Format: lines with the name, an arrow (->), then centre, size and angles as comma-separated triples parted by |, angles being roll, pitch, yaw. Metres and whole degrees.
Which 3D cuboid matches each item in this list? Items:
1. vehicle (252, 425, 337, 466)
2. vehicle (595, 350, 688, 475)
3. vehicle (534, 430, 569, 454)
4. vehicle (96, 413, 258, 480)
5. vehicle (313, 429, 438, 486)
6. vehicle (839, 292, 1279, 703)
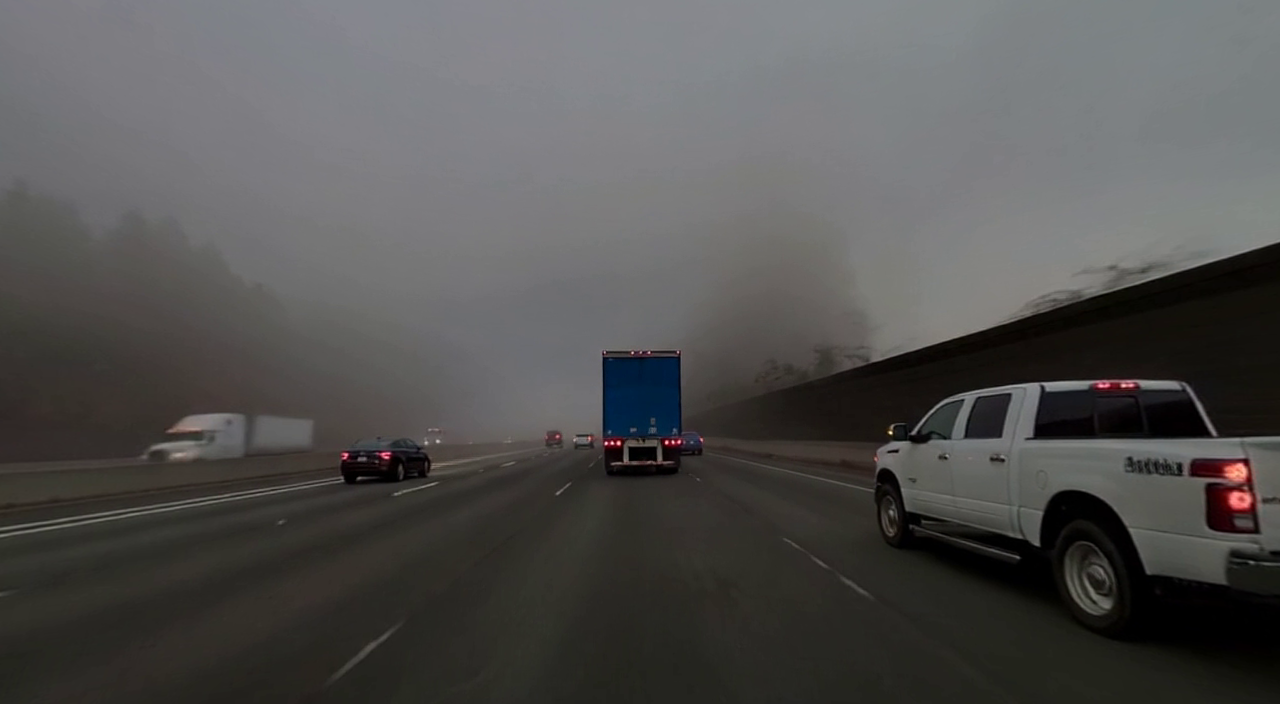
vehicle -> -24.174, 6.561, 44.328 | 2.395, 2.623, 6.450 | 0, -8, -1
vehicle -> -0.244, 2.584, 25.043 | 2.904, 3.915, 10.473 | 0, -8, -3
vehicle -> -6.424, 6.560, 46.062 | 2.134, 1.650, 4.133 | 0, -8, -3
vehicle -> -19.511, 4.011, 27.033 | 2.310, 2.527, 6.025 | 0, -8, 0
vehicle -> -7.782, 3.114, 18.960 | 2.059, 1.500, 4.001 | 0, -8, -1
vehicle -> 3.532, 0.980, 5.057 | 2.118, 1.832, 4.901 | 0, -8, -2
